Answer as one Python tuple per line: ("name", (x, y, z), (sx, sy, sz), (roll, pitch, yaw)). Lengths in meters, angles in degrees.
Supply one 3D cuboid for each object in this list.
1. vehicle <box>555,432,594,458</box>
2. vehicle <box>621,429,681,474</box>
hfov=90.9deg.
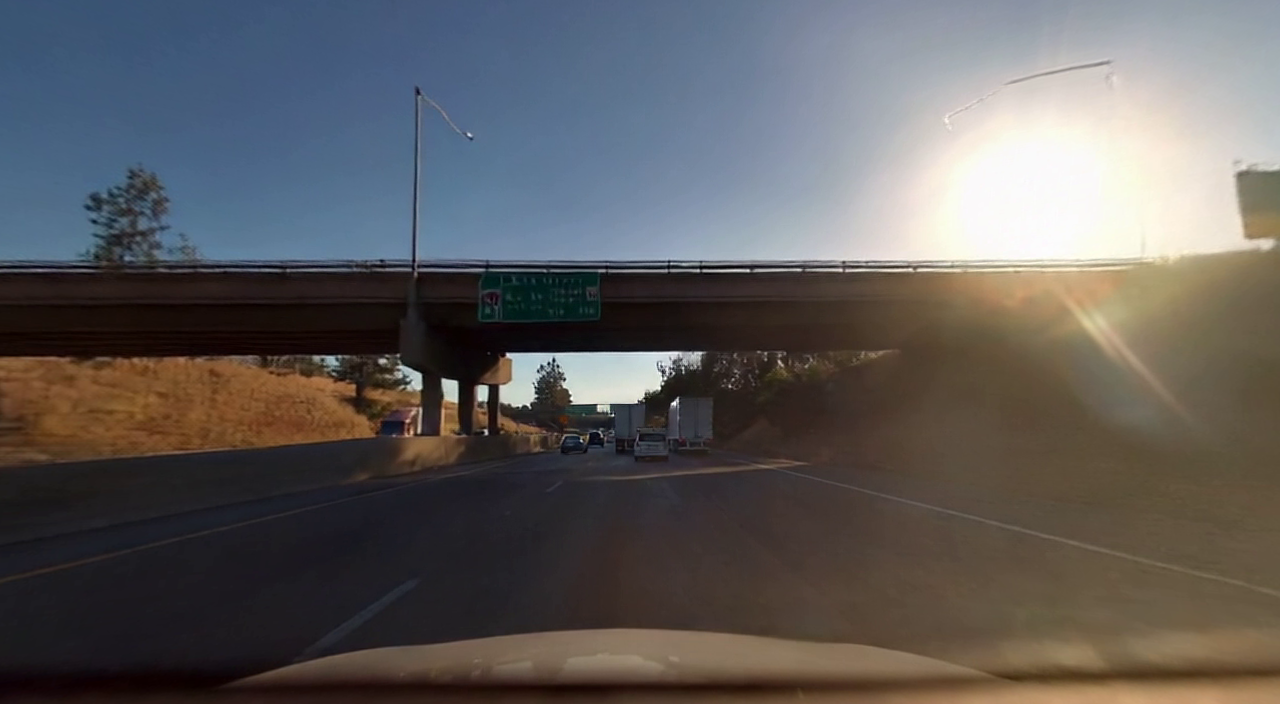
("vehicle", (-4.065, 5.805, 39.649), (1.979, 1.527, 4.754), (0, -8, -1))
("vehicle", (0.324, 3.678, 23.507), (2.059, 1.522, 3.693), (0, -8, -1))
